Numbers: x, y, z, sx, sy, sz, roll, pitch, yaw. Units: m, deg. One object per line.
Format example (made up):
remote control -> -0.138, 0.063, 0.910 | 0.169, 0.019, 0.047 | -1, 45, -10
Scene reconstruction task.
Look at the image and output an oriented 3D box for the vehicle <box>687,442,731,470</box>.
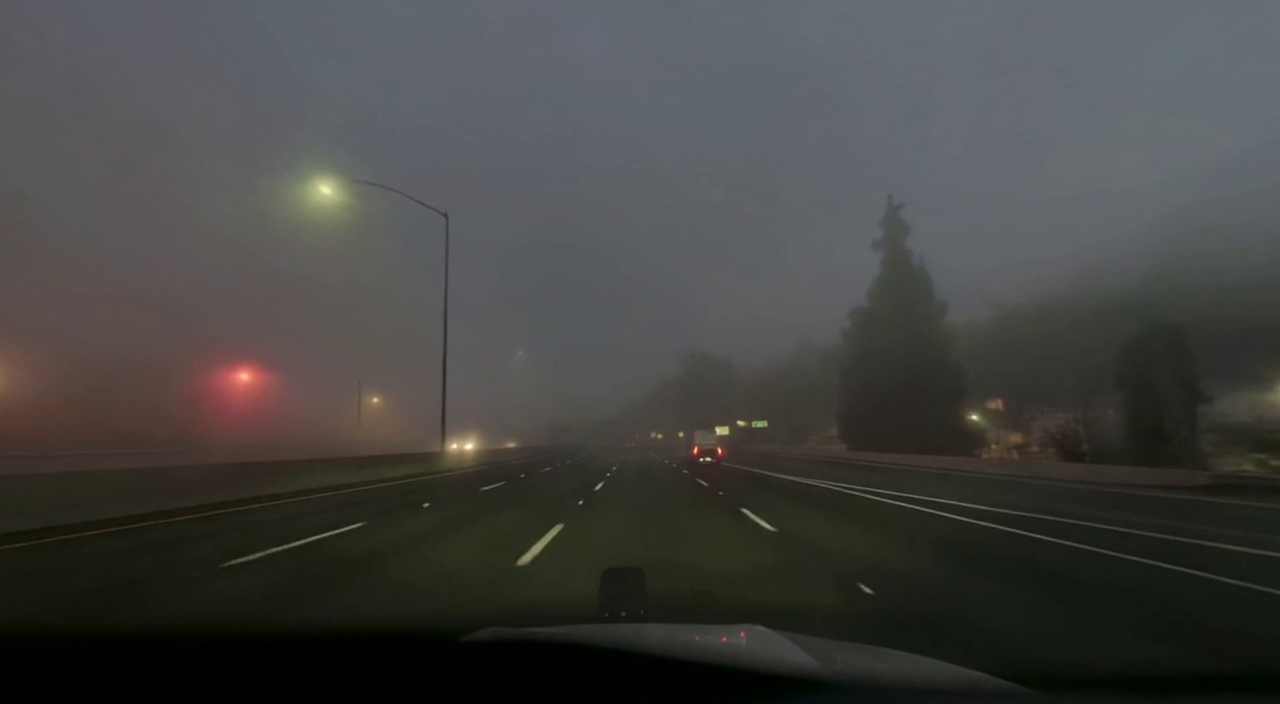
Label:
vehicle -> 3.864, 5.867, 35.929 | 1.926, 1.477, 4.025 | 0, -8, -2
